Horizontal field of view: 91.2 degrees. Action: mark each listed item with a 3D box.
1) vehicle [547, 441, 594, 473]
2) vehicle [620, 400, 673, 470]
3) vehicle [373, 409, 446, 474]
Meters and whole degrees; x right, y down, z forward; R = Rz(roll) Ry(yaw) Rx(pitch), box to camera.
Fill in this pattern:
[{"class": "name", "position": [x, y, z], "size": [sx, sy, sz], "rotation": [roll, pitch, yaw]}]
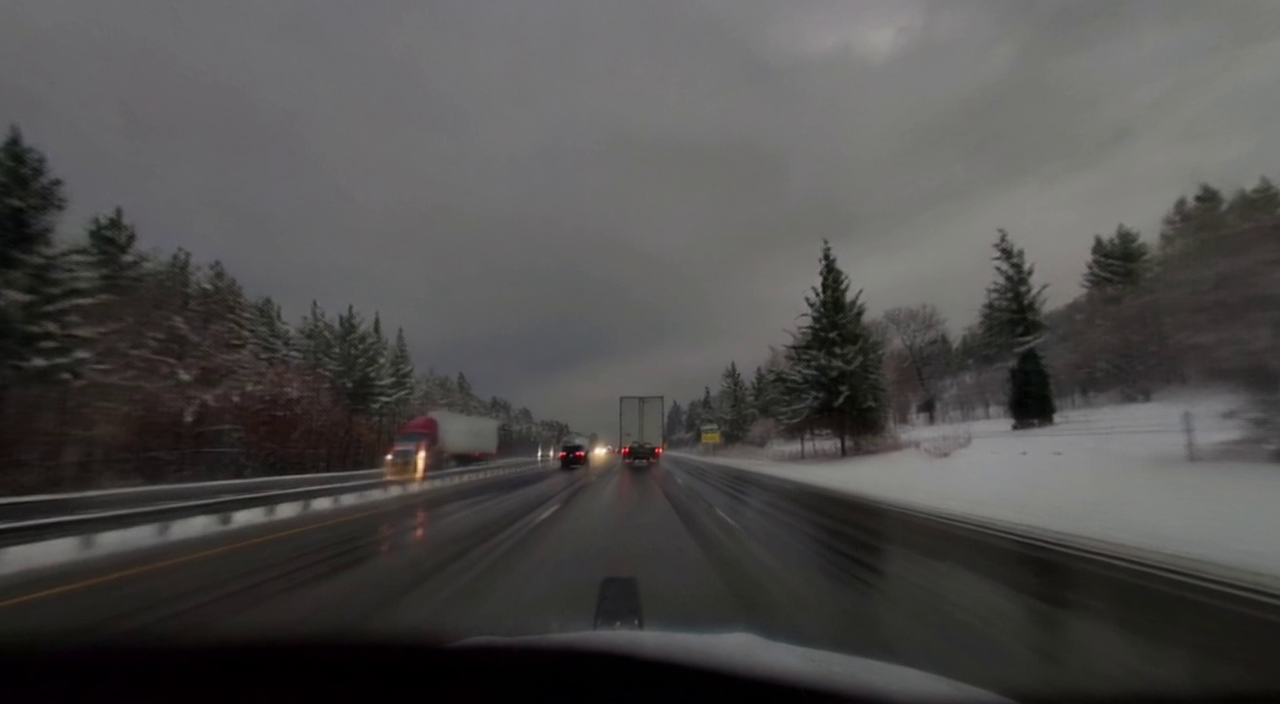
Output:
[{"class": "vehicle", "position": [-3.803, 5.860, 35.040], "size": [2.112, 1.645, 4.129], "rotation": [0, -9, 0]}, {"class": "vehicle", "position": [0.338, 5.734, 42.433], "size": [3.100, 4.091, 10.664], "rotation": [0, -9, 0]}, {"class": "vehicle", "position": [-14.613, 5.749, 40.046], "size": [2.934, 3.940, 3.841], "rotation": [0, -9, 2]}]
